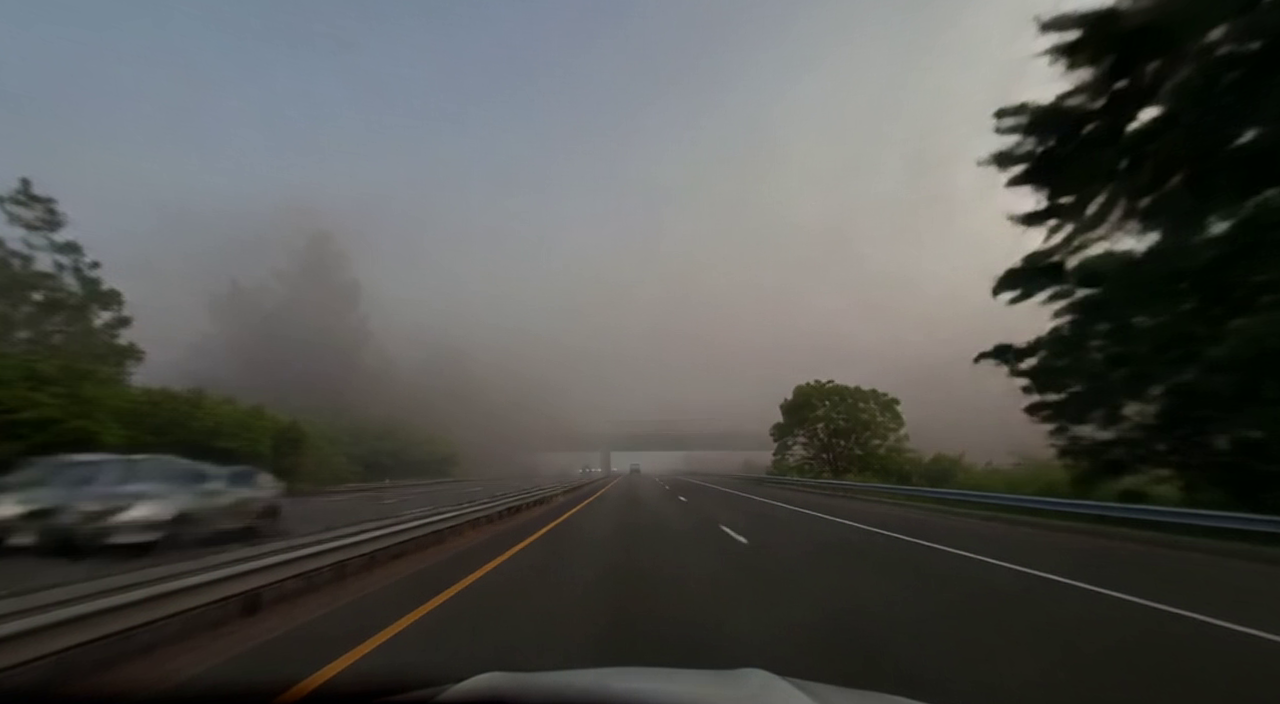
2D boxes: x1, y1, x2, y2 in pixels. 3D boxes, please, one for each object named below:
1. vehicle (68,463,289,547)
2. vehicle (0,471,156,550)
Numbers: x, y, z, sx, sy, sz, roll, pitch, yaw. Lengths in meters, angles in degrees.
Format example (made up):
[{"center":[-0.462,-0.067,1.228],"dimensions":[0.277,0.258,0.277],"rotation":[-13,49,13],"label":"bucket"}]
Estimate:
[{"center":[-9.523,3.156,13.414],"dimensions":[1.827,1.492,3.722],"rotation":[1,-10,0],"label":"vehicle"},{"center":[-13.499,3.399,13.829],"dimensions":[1.921,1.467,4.670],"rotation":[1,-11,0],"label":"vehicle"}]
